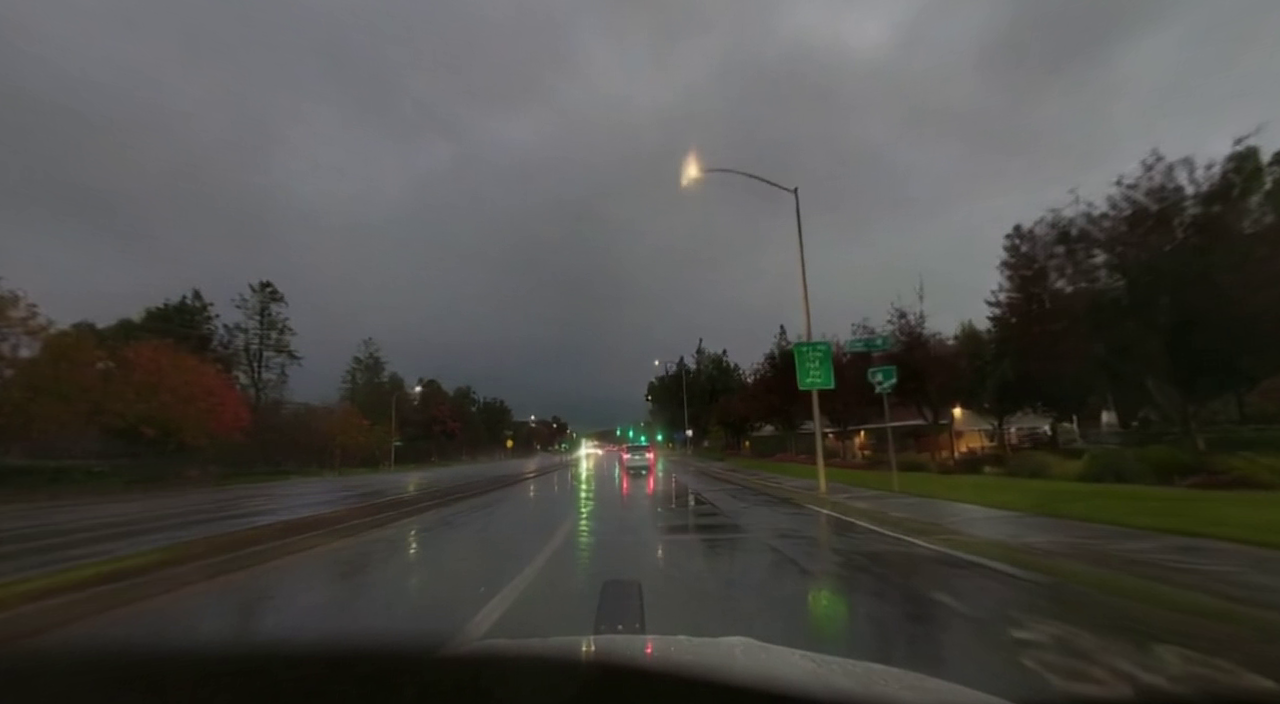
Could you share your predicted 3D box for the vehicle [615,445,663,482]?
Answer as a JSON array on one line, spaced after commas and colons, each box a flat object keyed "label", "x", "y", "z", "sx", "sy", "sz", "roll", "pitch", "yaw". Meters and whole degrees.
[{"label": "vehicle", "x": -0.056, "y": 4.812, "z": 27.345, "sx": 1.954, "sy": 1.469, "sz": 3.465, "roll": 0, "pitch": -9, "yaw": -1}]
